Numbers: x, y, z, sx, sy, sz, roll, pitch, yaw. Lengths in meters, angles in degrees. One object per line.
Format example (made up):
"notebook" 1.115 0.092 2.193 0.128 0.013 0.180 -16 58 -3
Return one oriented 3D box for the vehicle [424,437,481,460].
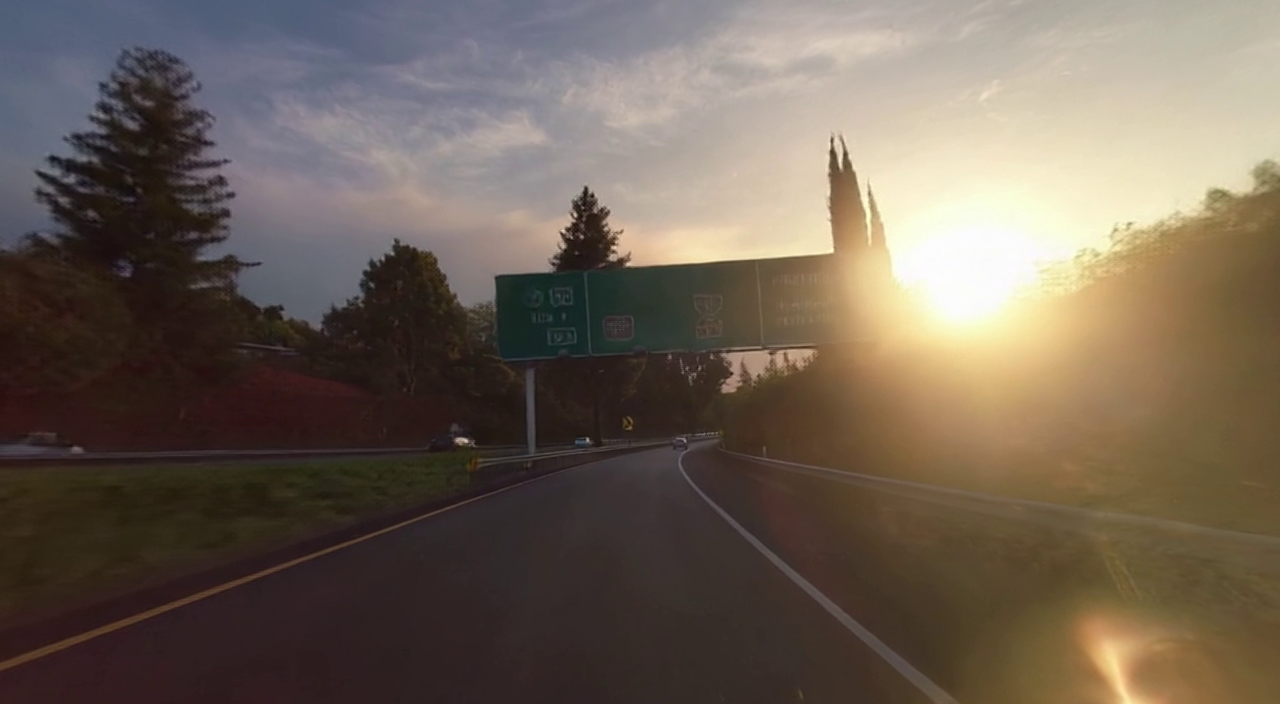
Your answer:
"vehicle" -13.572 6.987 45.865 2.141 1.612 3.998 -2 -8 15
